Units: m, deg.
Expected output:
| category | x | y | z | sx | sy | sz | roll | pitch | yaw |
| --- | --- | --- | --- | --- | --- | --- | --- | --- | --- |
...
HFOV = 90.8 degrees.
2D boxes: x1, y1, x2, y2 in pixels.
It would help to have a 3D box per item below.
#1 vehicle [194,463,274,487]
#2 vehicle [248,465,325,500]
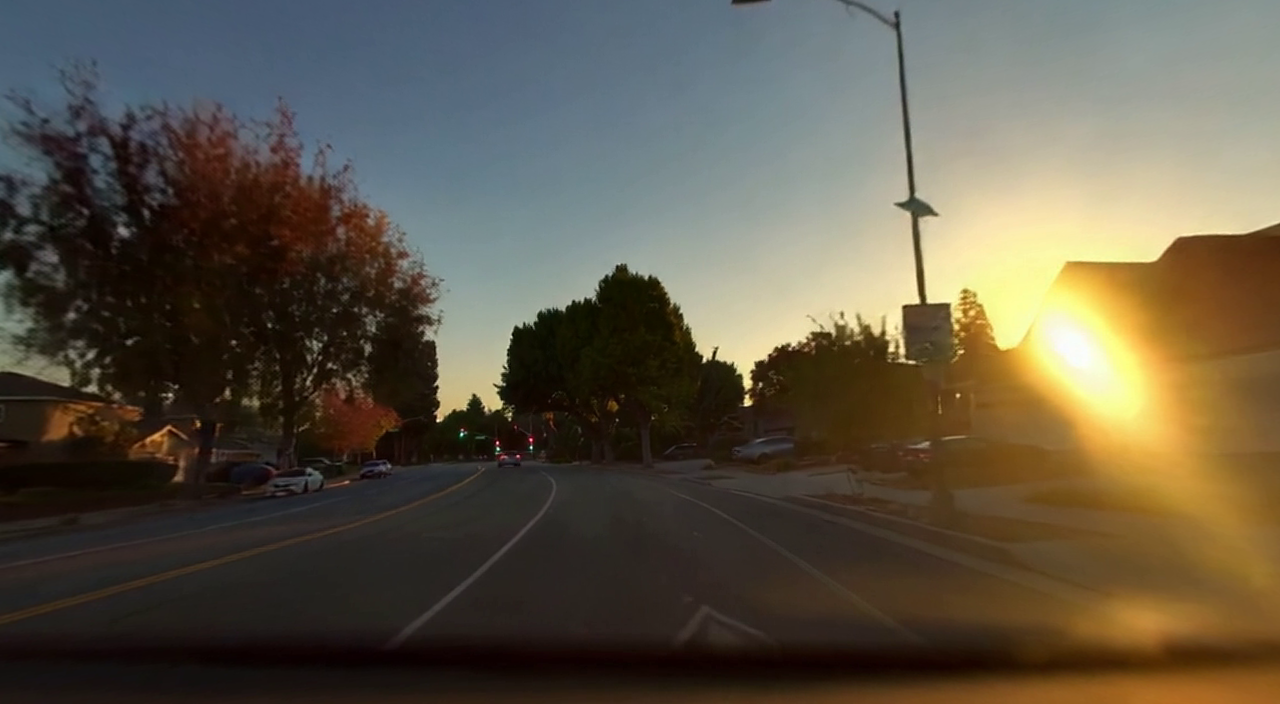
| category | x | y | z | sx | sy | sz | roll | pitch | yaw |
| --- | --- | --- | --- | --- | --- | --- | --- | --- | --- |
| vehicle | -27.230 | 8.244 | 42.475 | 4.024 | 1.515 | 1.857 | 2 | -9 | -15 |
| vehicle | -17.375 | 6.411 | 31.314 | 1.911 | 1.436 | 4.554 | 1 | -9 | -10 |
